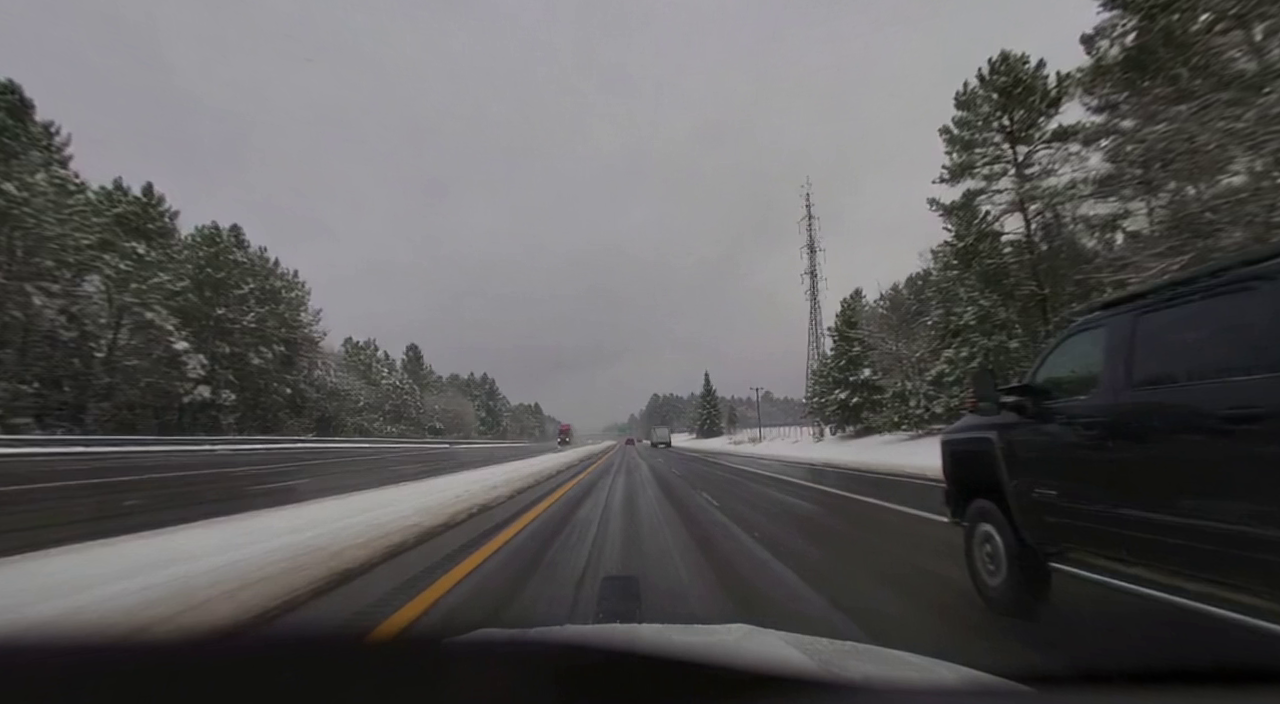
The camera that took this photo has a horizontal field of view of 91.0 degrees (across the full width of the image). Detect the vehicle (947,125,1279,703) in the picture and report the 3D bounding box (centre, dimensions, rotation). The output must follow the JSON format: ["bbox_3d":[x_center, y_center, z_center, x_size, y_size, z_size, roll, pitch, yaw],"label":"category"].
[{"bbox_3d":[3.837,0.272,1.862,2.444,2.566,6.403,0,-8,-1],"label":"vehicle"}]
